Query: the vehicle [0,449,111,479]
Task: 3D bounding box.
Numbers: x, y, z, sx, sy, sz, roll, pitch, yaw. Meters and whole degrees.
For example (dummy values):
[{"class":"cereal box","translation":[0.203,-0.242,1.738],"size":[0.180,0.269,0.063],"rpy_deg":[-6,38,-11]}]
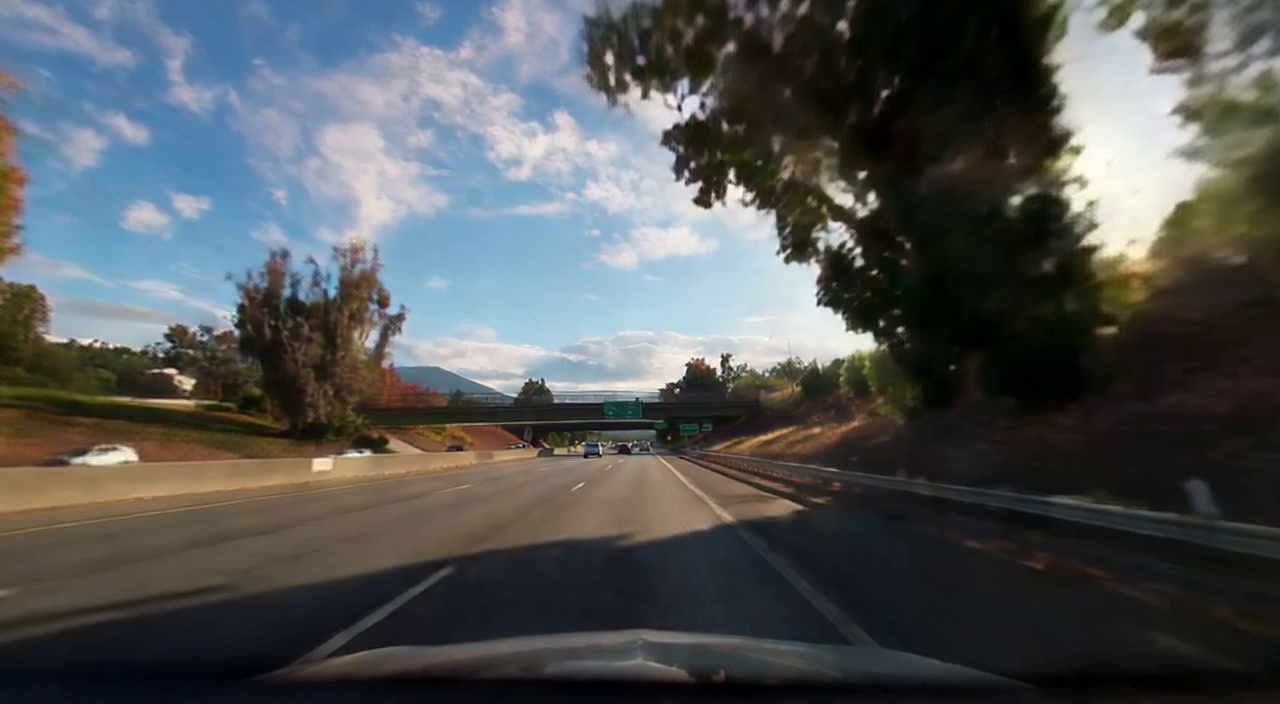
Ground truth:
[{"class":"vehicle","translation":[-32.320,6.173,35.026],"size":[1.844,1.517,4.513],"rpy_deg":[0,-9,0]}]
